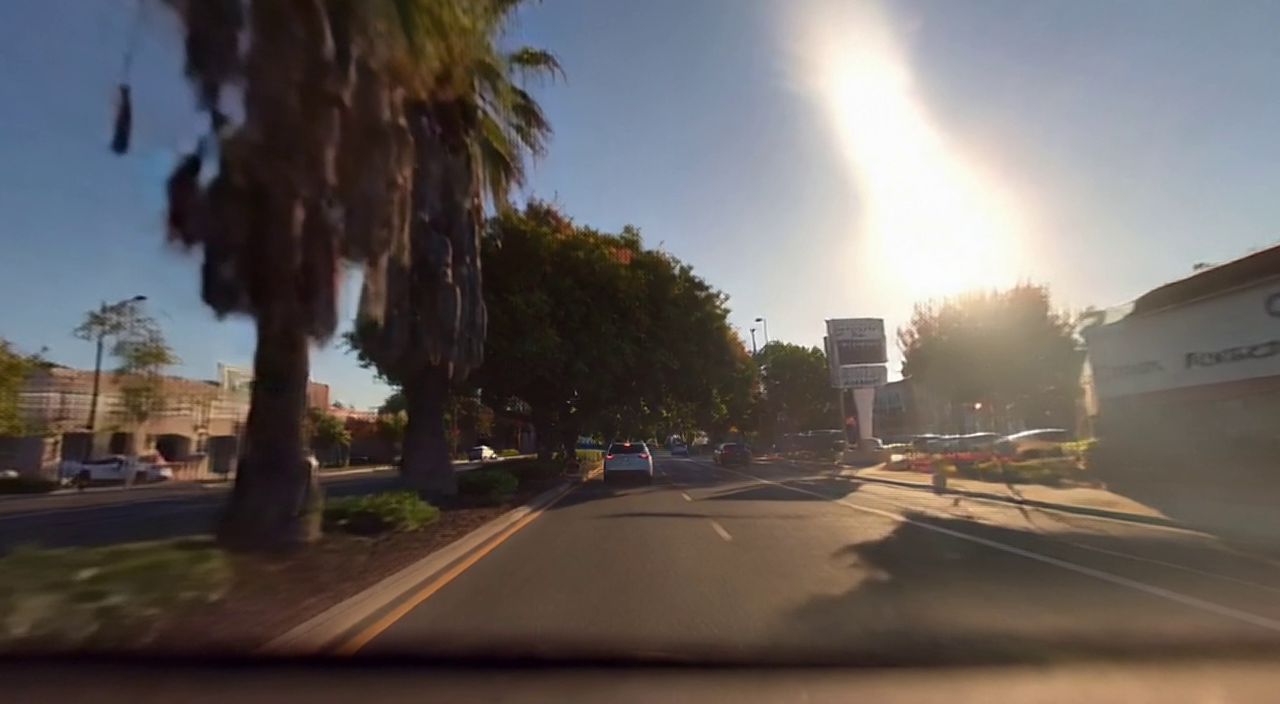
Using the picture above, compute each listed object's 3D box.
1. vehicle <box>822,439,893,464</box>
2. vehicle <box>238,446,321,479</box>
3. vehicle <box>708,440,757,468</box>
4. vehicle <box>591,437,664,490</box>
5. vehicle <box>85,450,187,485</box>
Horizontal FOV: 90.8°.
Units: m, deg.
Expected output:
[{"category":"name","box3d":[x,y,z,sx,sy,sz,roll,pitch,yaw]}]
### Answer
[{"category":"vehicle","box3d":[15.752,7.199,45.890,4.358,1.732,2.129,0,-9,-3]},{"category":"vehicle","box3d":[-19.302,5.918,34.050,2.021,1.666,4.247,0,-9,-1]},{"category":"vehicle","box3d":[5.744,6.383,39.727,2.244,1.618,4.585,0,-9,-2]},{"category":"vehicle","box3d":[-0.367,3.529,20.293,2.106,1.496,3.964,0,-9,0]},{"category":"vehicle","box3d":[-27.047,6.170,34.151,1.934,1.736,4.341,0,-9,-1]}]
